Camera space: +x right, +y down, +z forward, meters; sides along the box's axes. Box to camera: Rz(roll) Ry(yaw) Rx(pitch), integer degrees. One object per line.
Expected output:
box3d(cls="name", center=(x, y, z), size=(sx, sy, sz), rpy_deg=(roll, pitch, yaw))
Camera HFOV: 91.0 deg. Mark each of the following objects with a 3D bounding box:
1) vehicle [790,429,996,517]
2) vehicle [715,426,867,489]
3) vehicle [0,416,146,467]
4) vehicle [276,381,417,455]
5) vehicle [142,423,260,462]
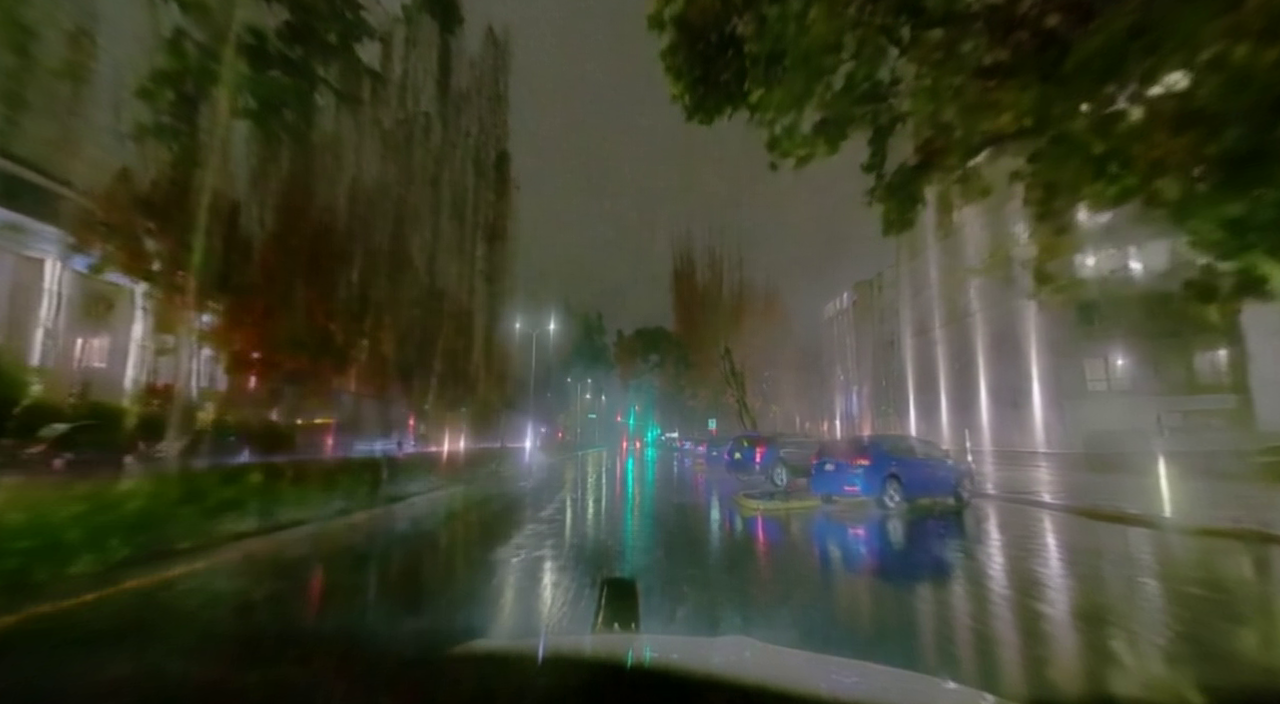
box3d(cls="vehicle", center=(5.063, 2.265, 12.384), size=(4.275, 1.428, 1.774), rpy_deg=(6, -10, -38))
box3d(cls="vehicle", center=(4.611, 3.099, 18.946), size=(4.585, 1.660, 1.969), rpy_deg=(6, -10, -37))
box3d(cls="vehicle", center=(-19.018, 3.011, 21.189), size=(1.792, 1.554, 3.682), rpy_deg=(0, -8, -2))
box3d(cls="vehicle", center=(-19.101, 4.742, 42.688), size=(3.054, 4.140, 14.110), rpy_deg=(-1, -8, -1))
box3d(cls="vehicle", center=(-18.770, 3.915, 27.211), size=(1.909, 1.518, 4.459), rpy_deg=(-1, -8, 0))
